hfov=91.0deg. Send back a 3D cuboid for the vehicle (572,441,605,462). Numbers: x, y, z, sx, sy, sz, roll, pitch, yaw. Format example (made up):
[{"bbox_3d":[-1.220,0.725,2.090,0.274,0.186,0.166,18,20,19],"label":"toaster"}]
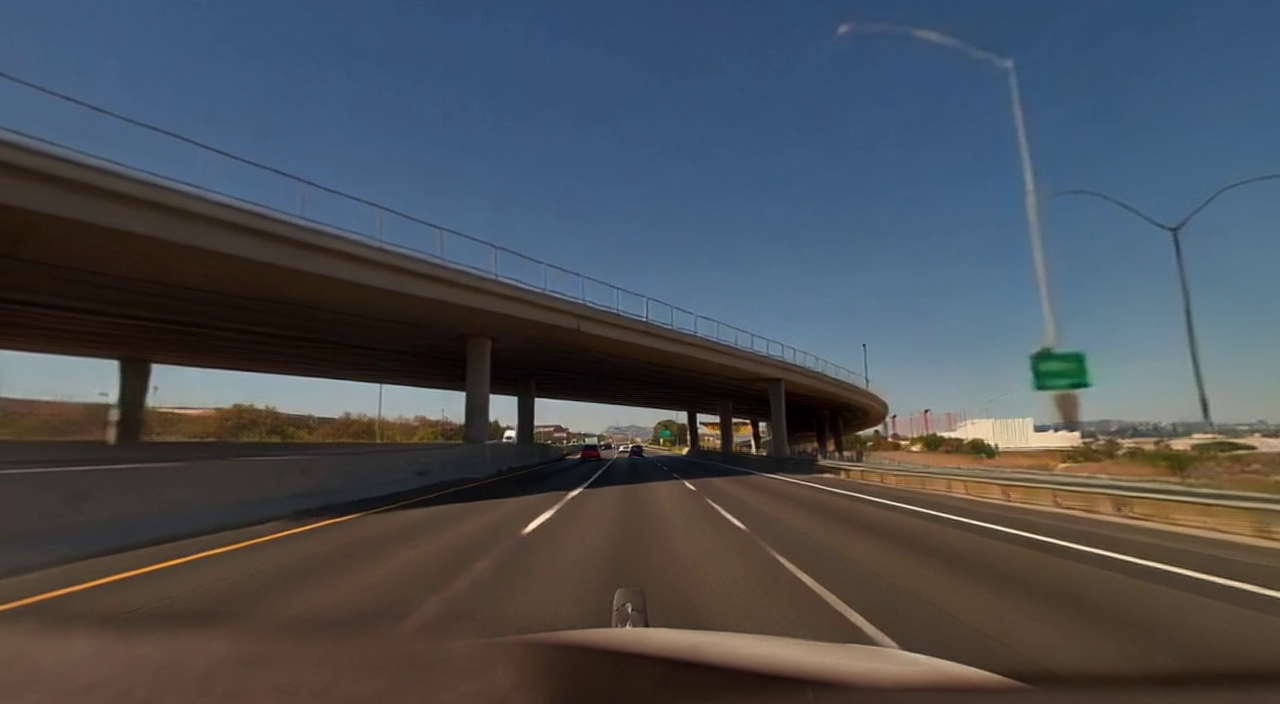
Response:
[{"bbox_3d":[-3.997,7.811,49.534,2.160,1.608,5.012,0,-8,0],"label":"vehicle"}]
